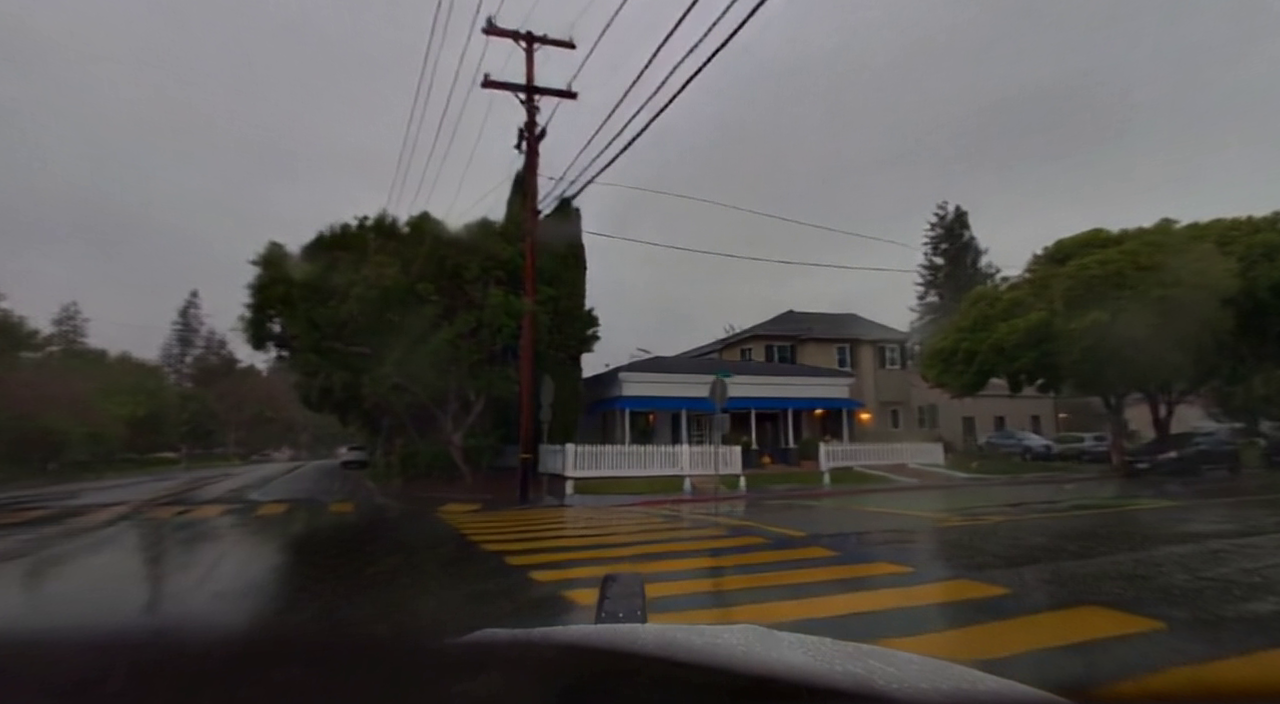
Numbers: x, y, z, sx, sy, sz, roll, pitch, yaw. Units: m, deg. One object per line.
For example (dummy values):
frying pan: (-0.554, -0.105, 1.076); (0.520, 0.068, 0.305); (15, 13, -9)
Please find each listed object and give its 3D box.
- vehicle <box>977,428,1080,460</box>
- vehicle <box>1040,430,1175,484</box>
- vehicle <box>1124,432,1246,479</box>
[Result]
vehicle: (22.046, 5.247, 36.080); (2.033, 1.725, 4.492); (5, -9, -30)
vehicle: (17.146, 3.816, 23.149); (4.509, 1.775, 1.975); (5, -9, -26)
vehicle: (21.863, 4.136, 25.354); (4.318, 1.723, 1.913); (4, -9, -24)
